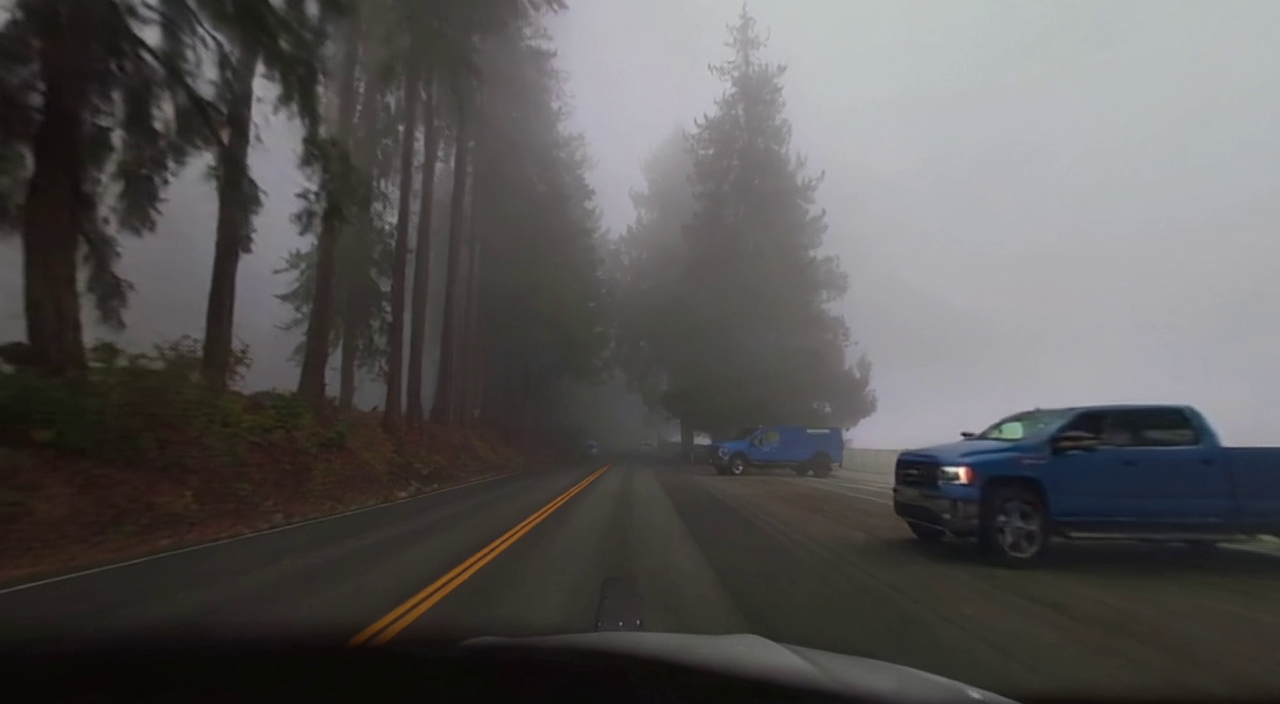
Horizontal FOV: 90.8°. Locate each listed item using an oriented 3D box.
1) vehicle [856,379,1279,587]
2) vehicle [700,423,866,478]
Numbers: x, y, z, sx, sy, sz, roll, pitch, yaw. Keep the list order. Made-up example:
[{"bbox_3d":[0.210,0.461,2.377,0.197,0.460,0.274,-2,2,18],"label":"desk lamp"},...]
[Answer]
[{"bbox_3d":[6.009,1.492,7.700,5.797,2.070,2.502,0,-8,-1],"label":"vehicle"},{"bbox_3d":[6.213,4.389,28.223,6.645,2.298,2.763,0,-9,-3],"label":"vehicle"}]
